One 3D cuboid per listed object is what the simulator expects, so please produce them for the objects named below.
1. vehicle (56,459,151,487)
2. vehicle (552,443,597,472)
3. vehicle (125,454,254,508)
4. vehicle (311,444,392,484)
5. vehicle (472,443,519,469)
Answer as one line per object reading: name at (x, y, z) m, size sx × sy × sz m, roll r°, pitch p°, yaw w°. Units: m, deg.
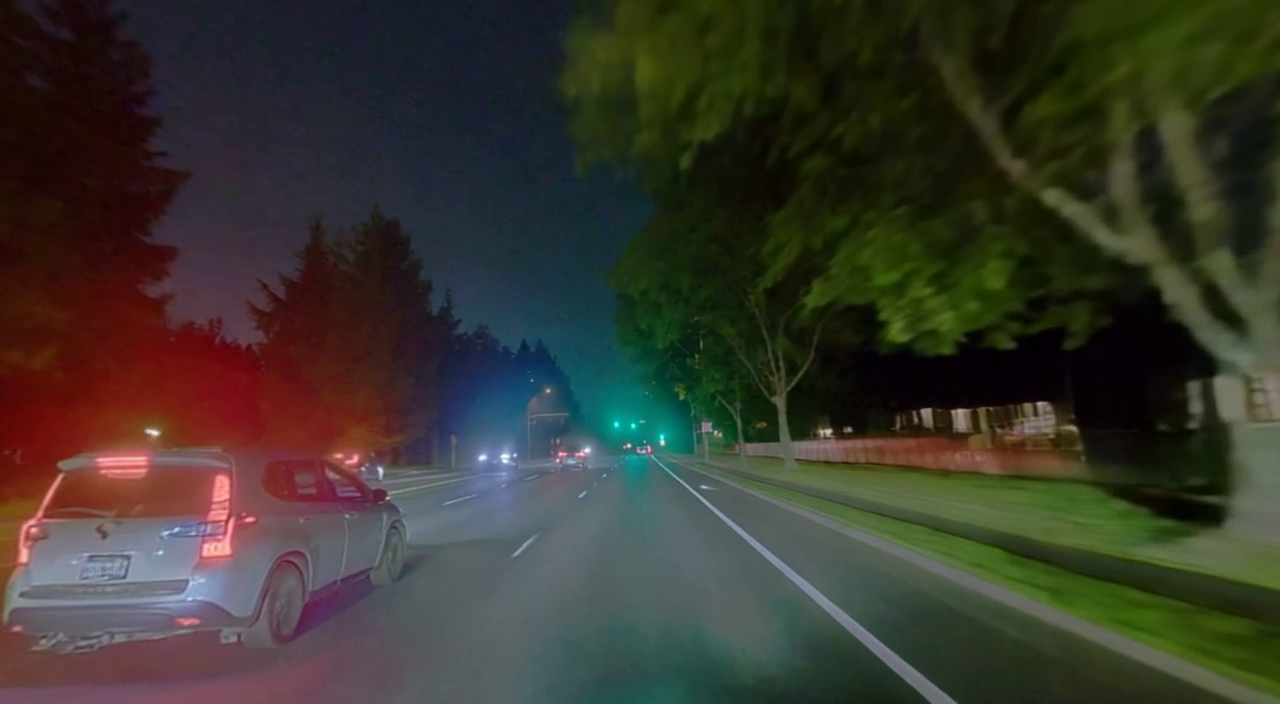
vehicle at (-29.854, 6.710, 35.185) m, size 4.066 × 1.437 × 1.955 m, roll -3°, pitch -8°, yaw 15°
vehicle at (-3.494, 5.699, 34.441) m, size 1.992 × 1.447 × 4.044 m, roll 0°, pitch -8°, yaw 0°
vehicle at (-17.518, 4.980, 24.889) m, size 1.948 × 1.602 × 4.544 m, roll -4°, pitch -7°, yaw -3°
vehicle at (-17.444, 6.752, 38.530) m, size 2.255 × 1.987 × 5.723 m, roll -4°, pitch -7°, yaw 1°
vehicle at (-10.147, 7.330, 44.722) m, size 2.168 × 1.703 × 4.753 m, roll 0°, pitch -8°, yaw 1°
